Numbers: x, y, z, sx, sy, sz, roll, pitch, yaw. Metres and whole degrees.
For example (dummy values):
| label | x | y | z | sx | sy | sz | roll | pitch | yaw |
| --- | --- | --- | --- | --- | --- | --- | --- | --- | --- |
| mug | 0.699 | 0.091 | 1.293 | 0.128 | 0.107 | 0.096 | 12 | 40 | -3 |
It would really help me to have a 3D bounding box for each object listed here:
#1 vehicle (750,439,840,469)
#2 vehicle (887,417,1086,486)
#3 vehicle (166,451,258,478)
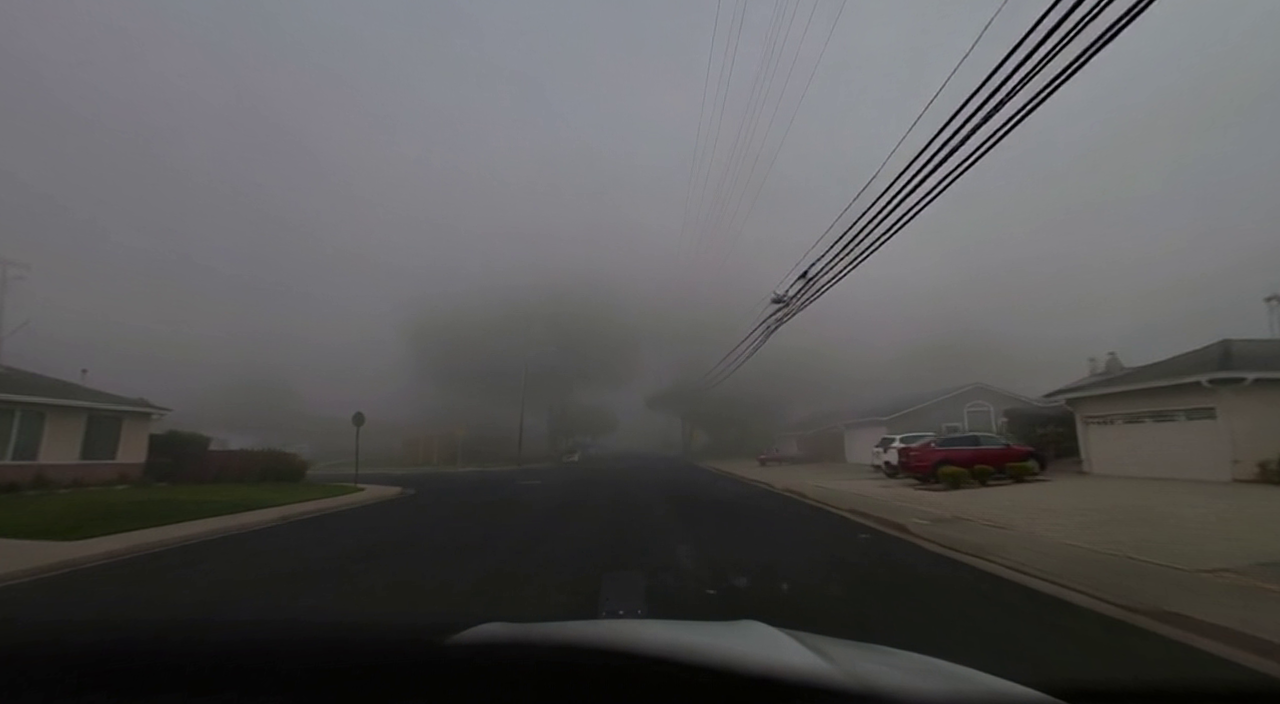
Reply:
| label | x | y | z | sx | sy | sz | roll | pitch | yaw |
| --- | --- | --- | --- | --- | --- | --- | --- | --- | --- |
| vehicle | 9.330 | 6.155 | 38.273 | 4.846 | 1.577 | 2.146 | -2 | -8 | 0 |
| vehicle | 10.234 | 2.981 | 19.011 | 4.686 | 1.786 | 2.019 | -3 | -8 | 5 |
| vehicle | -27.102 | 7.132 | 40.119 | 4.360 | 1.582 | 1.920 | 0 | -8 | -2 |
